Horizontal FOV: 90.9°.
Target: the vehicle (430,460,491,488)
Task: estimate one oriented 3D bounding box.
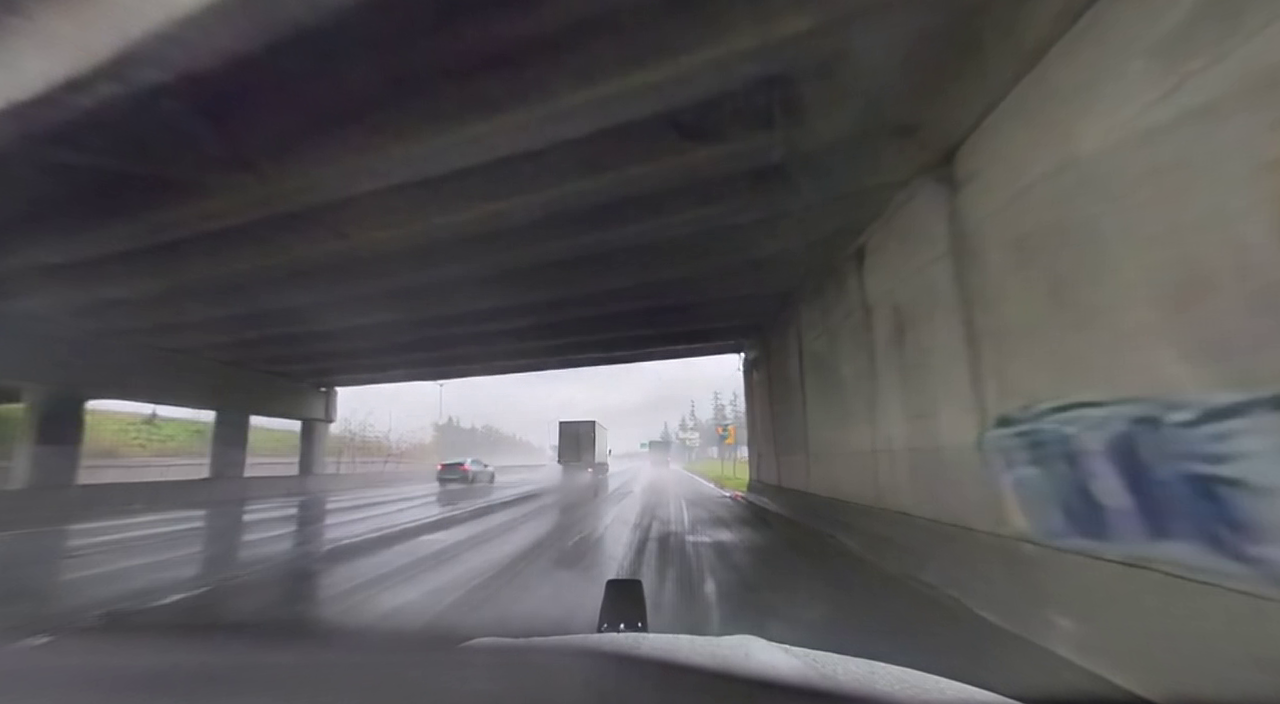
[{"bbox_3d":[-9.769,6.646,34.643,1.940,1.381,4.348,-1,-9,2],"label":"vehicle"}]
